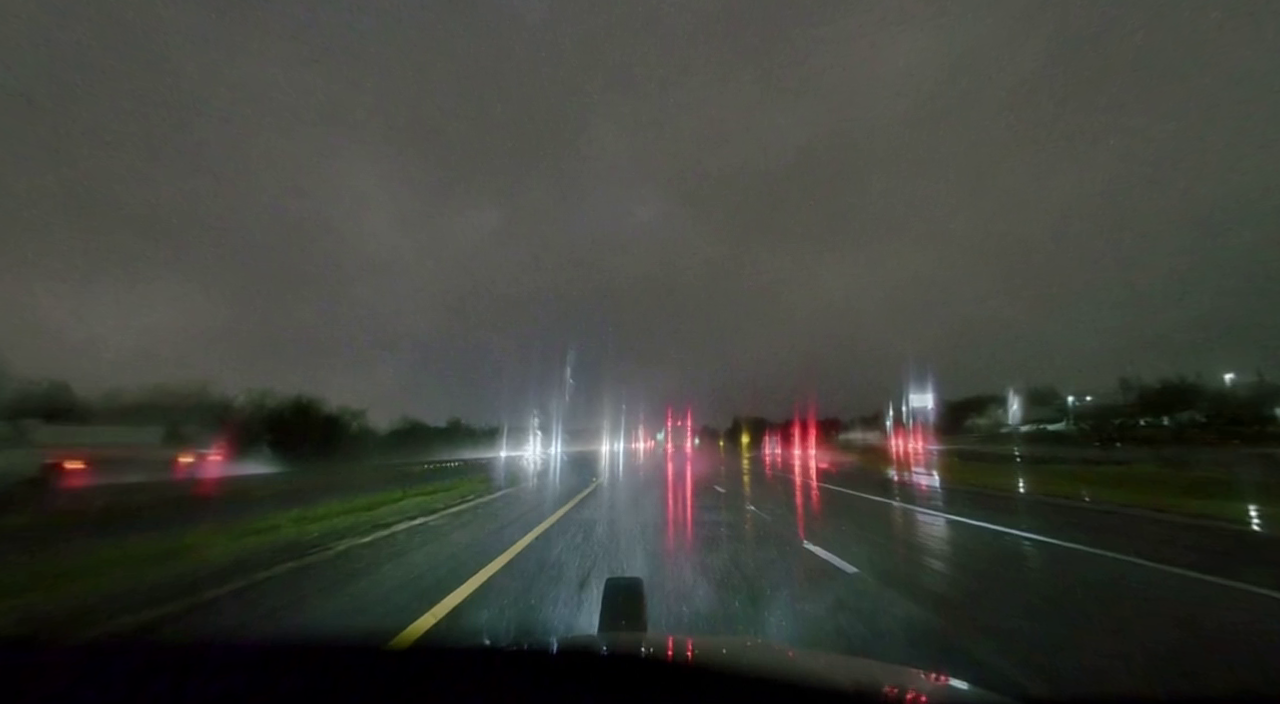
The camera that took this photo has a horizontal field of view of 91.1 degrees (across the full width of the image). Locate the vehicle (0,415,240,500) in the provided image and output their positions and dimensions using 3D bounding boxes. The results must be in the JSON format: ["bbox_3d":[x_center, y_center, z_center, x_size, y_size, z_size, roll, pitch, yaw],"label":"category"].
[{"bbox_3d":[-32.493,6.512,39.947,2.933,4.229,16.545,0,-8,1],"label":"vehicle"}]
